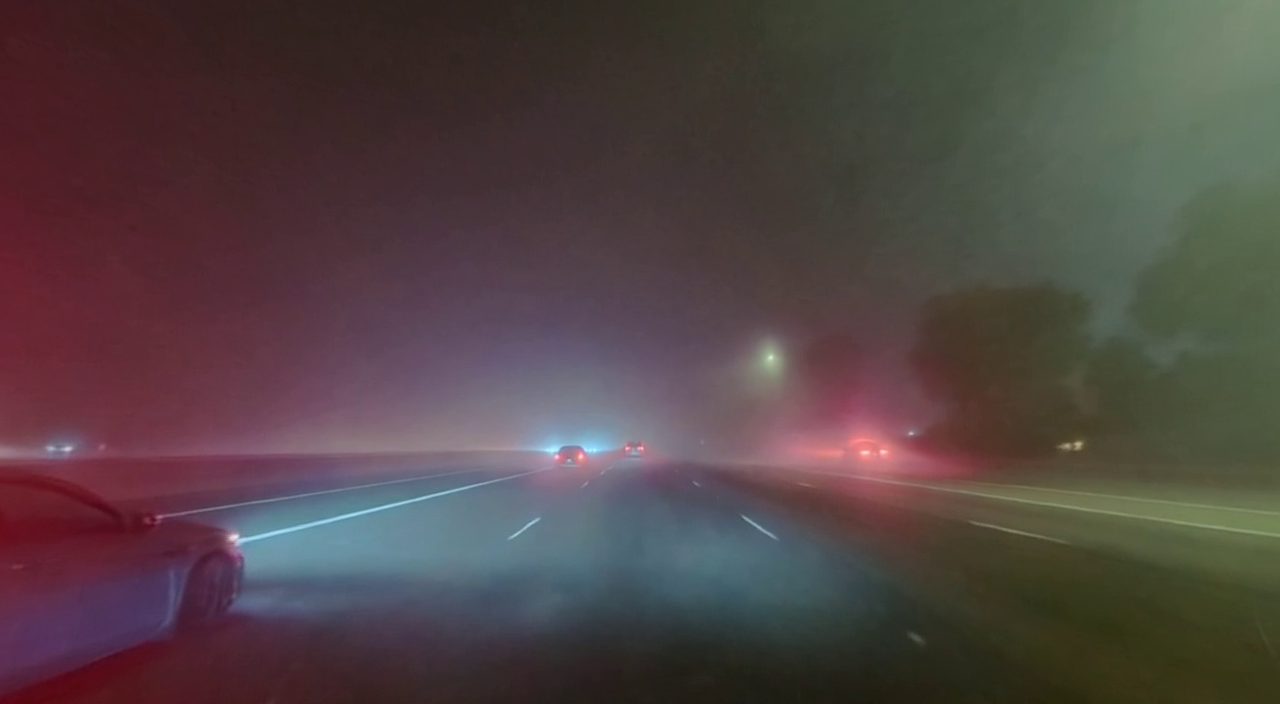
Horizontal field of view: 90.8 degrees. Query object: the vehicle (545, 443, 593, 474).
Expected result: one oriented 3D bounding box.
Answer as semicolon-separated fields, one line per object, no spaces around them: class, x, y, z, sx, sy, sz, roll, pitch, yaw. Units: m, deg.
vehicle;-3.892;5.938;35.588;2.140;1.574;4.946;0;-8;0
